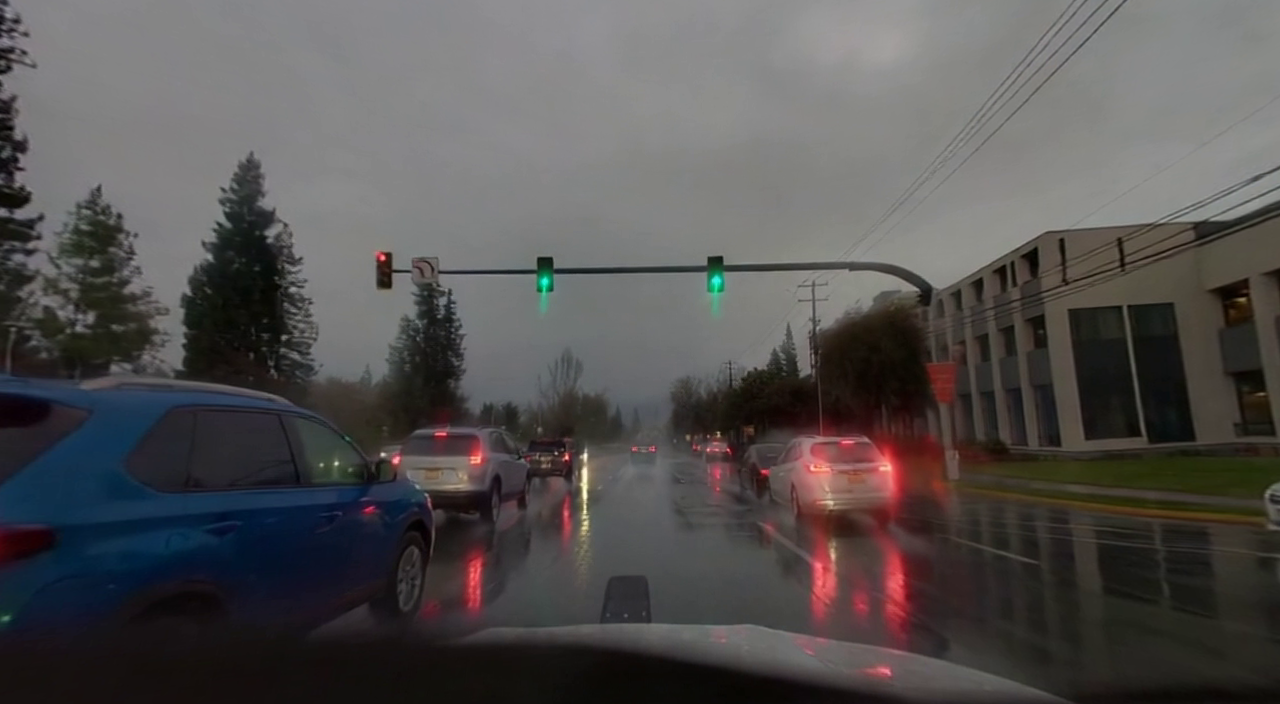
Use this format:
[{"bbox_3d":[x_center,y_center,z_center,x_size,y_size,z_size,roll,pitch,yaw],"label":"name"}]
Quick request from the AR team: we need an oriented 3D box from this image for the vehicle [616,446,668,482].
[{"bbox_3d":[0.105,5.067,28.806,2.185,1.515,4.215,0,-8,0],"label":"vehicle"}]

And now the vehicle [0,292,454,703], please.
[{"bbox_3d":[-2.852,0.997,3.670,2.127,1.754,4.287,0,-9,1],"label":"vehicle"}]

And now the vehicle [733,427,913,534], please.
[{"bbox_3d":[3.329,2.448,12.645,2.201,1.734,4.564,0,-9,0],"label":"vehicle"}]

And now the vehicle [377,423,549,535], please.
[{"bbox_3d":[-3.117,2.327,12.167,1.958,1.744,4.315,0,-9,2],"label":"vehicle"}]
